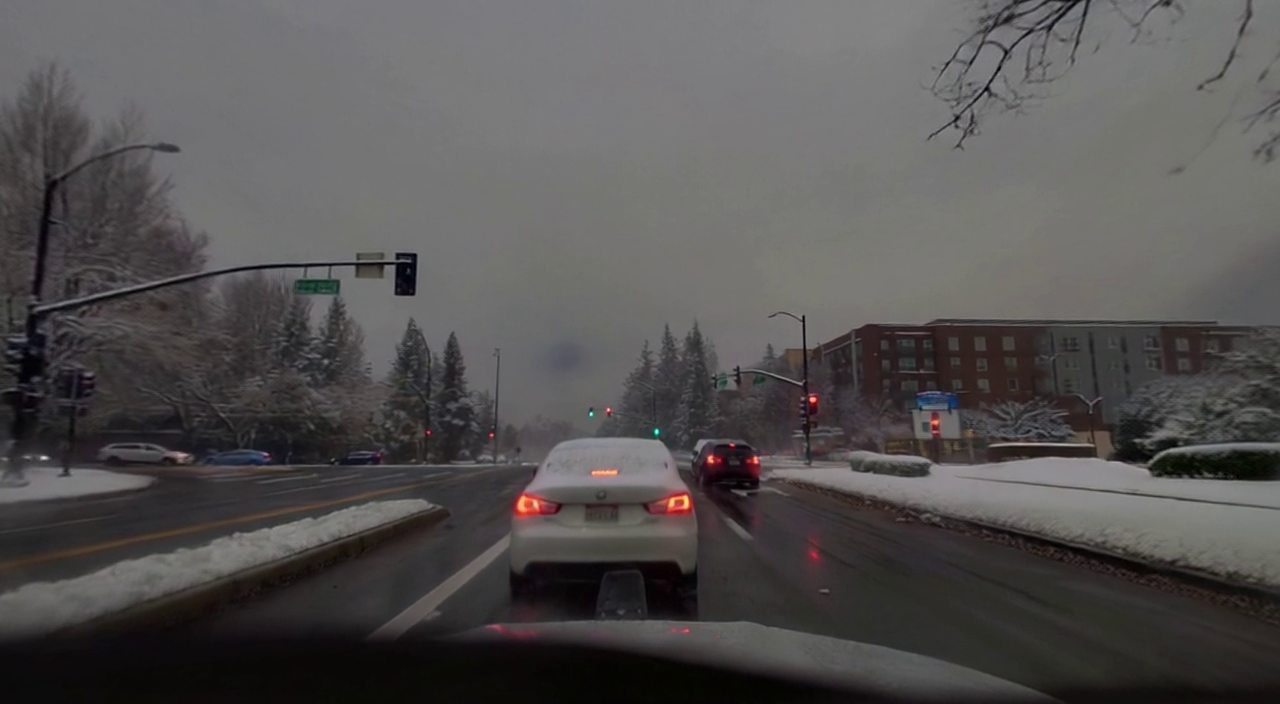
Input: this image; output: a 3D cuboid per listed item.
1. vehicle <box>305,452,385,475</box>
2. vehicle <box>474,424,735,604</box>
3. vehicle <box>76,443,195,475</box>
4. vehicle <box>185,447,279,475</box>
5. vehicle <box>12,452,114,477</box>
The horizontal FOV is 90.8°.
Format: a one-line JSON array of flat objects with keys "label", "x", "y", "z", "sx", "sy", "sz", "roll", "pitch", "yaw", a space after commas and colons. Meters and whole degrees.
[{"label": "vehicle", "x": -19.747, "y": 7.463, "z": 42.478, "sx": 4.548, "sy": 1.449, "sz": 1.802, "roll": 2, "pitch": -9, "yaw": -13}, {"label": "vehicle", "x": -0.303, "y": 1.671, "z": 7.476, "sx": 2.173, "sy": 1.479, "sz": 4.264, "roll": 0, "pitch": -8, "yaw": 0}, {"label": "vehicle", "x": -29.010, "y": 6.163, "z": 36.503, "sx": 4.877, "sy": 1.754, "sz": 1.978, "roll": 2, "pitch": -9, "yaw": -12}, {"label": "vehicle", "x": -26.319, "y": 7.029, "z": 40.906, "sx": 4.575, "sy": 1.718, "sz": 2.008, "roll": 2, "pitch": -9, "yaw": -12}, {"label": "vehicle", "x": -35.540, "y": 6.935, "z": 39.007, "sx": 4.199, "sy": 1.432, "sz": 1.727, "roll": 2, "pitch": -9, "yaw": -12}]
